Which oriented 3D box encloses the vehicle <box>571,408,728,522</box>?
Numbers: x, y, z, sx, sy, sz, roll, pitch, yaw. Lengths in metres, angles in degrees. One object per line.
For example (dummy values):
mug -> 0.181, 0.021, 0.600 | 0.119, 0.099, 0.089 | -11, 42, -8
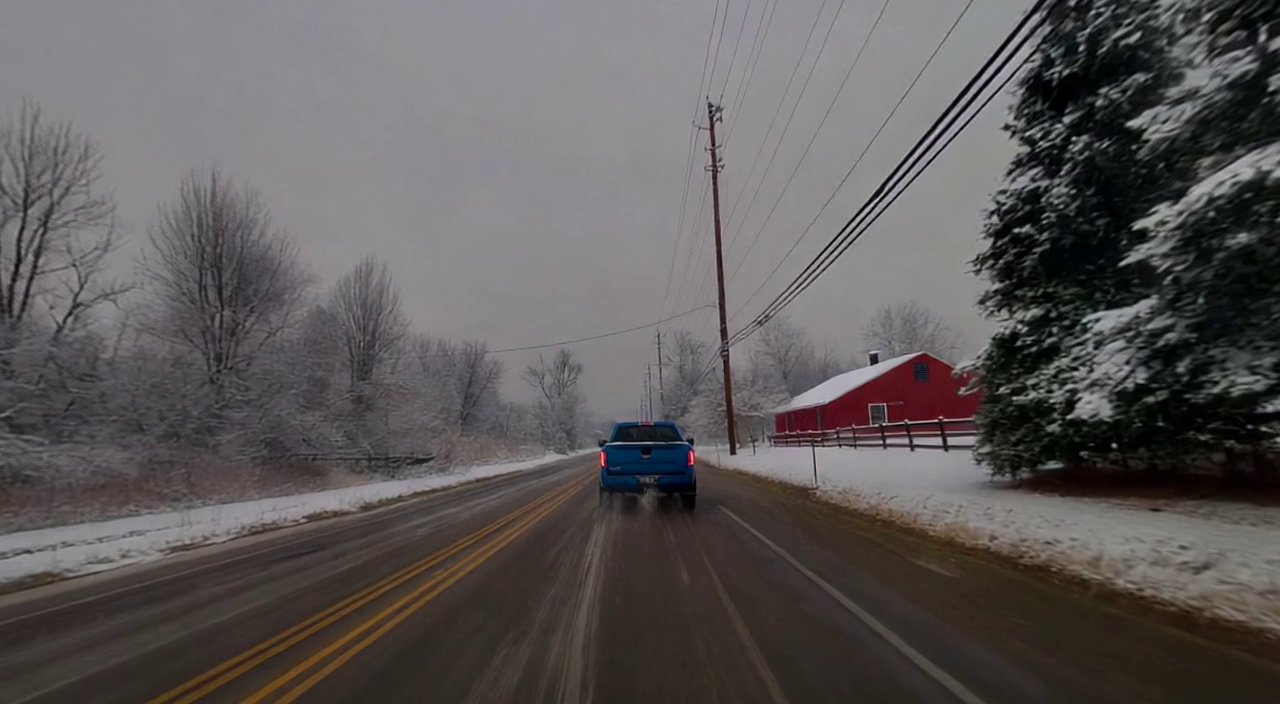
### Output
vehicle -> 0.148, 2.426, 14.127 | 2.693, 1.941, 6.356 | 0, -8, 0
